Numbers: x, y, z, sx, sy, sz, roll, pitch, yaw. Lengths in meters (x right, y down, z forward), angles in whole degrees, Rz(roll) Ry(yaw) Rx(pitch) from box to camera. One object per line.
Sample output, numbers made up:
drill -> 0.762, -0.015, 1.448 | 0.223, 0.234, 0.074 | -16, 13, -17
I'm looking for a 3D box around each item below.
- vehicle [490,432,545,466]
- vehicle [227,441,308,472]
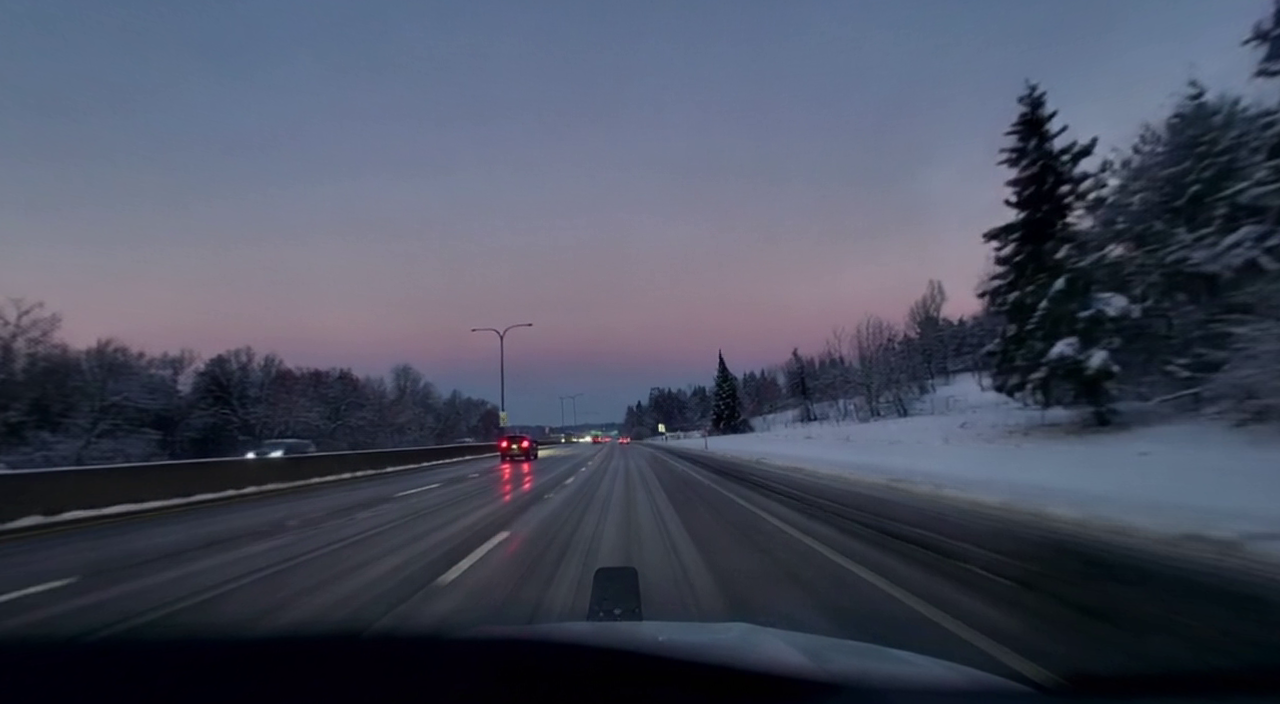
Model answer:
vehicle -> -5.841, 4.654, 30.439 | 1.988, 1.505, 4.044 | 0, -8, -2
vehicle -> -19.716, 5.531, 33.514 | 1.830, 1.500, 4.153 | 0, -8, -1
